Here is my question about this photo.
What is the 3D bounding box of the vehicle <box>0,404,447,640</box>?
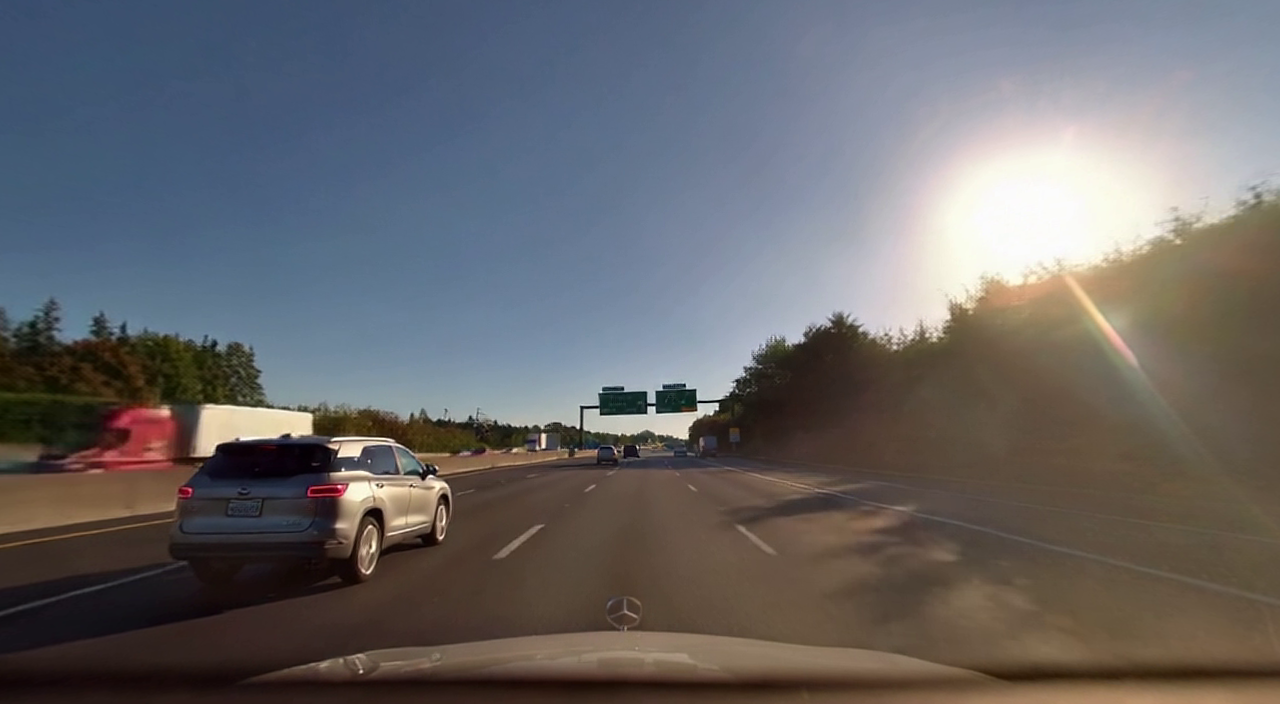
[{"bbox_3d":[-3.690,1.478,6.513,2.016,1.623,4.126,0,-8,1],"label":"vehicle"}]
